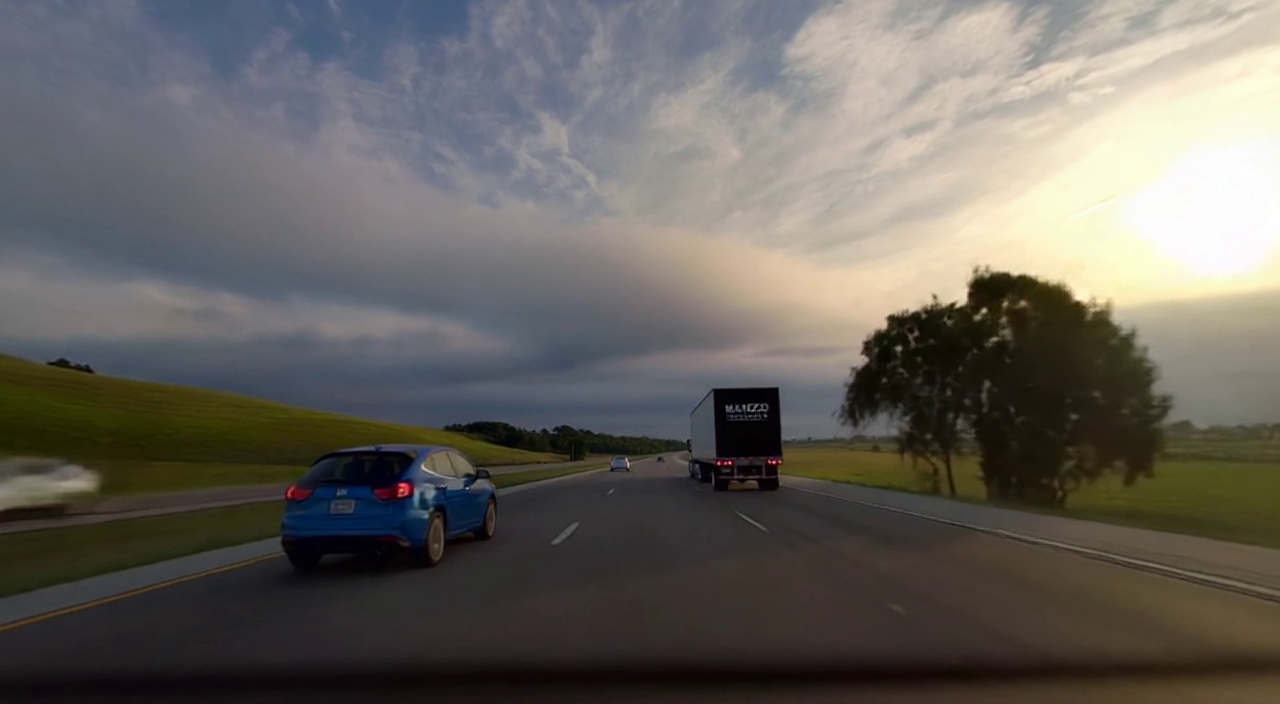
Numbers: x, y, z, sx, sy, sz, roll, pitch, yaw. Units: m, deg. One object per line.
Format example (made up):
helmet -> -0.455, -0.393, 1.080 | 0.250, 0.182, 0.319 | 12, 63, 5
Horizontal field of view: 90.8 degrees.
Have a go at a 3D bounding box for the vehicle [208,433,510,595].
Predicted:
vehicle -> -3.169, 1.900, 8.303 | 1.945, 1.537, 4.294 | 0, -9, 1

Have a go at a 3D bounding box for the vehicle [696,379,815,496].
vehicle -> 4.612, 4.013, 28.847 | 2.832, 4.034, 13.924 | 0, -9, 0
